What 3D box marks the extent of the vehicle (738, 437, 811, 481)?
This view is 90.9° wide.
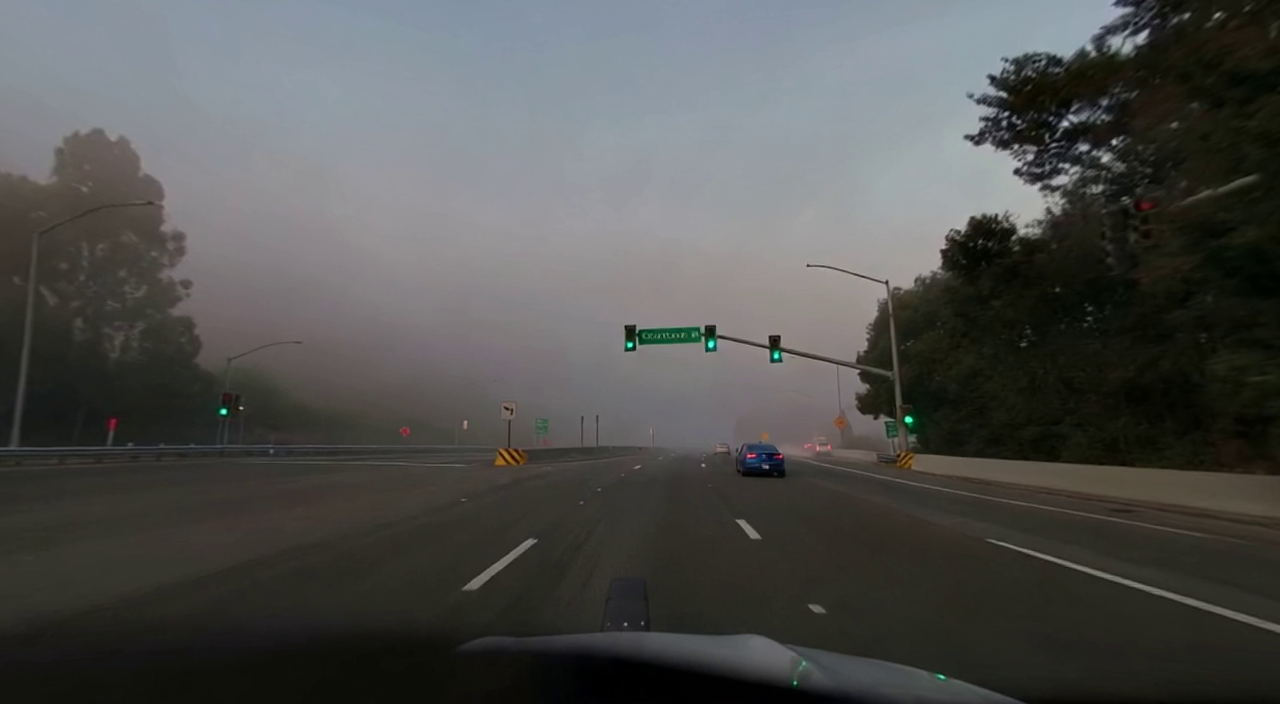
[{"bbox_3d":[4.932,3.995,23.783,1.916,1.469,4.481,0,-8,2],"label":"vehicle"}]
